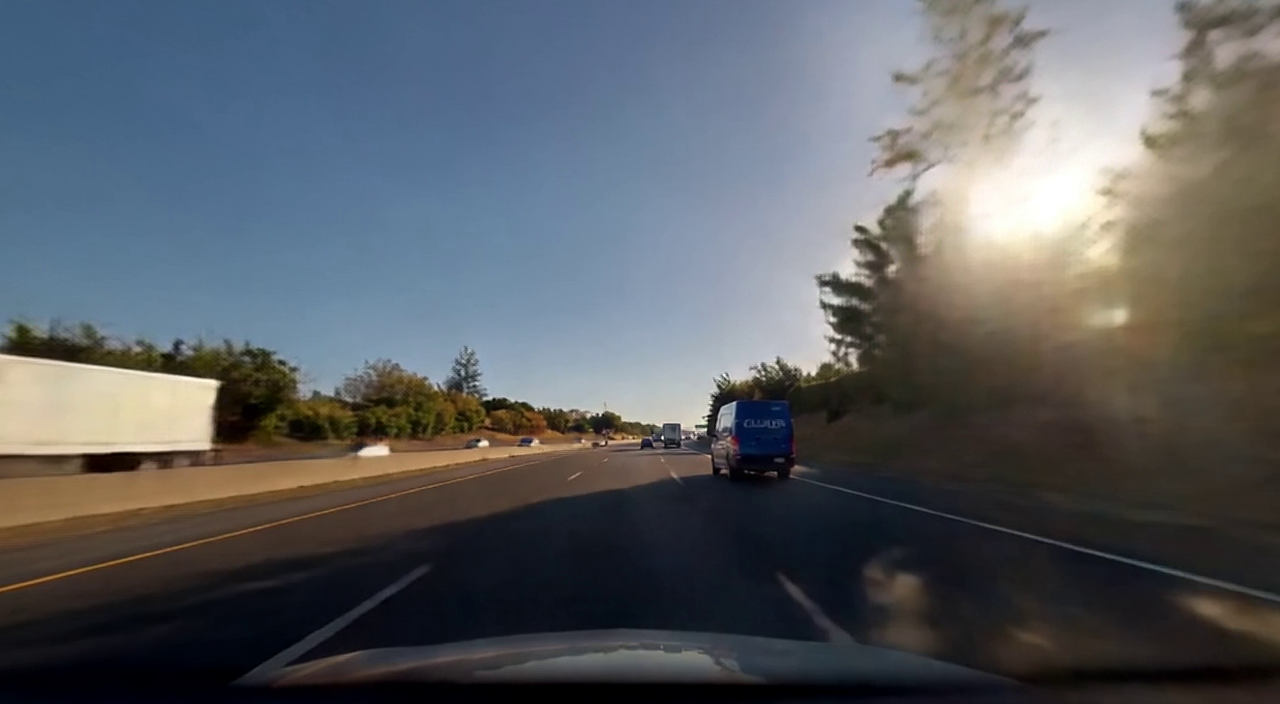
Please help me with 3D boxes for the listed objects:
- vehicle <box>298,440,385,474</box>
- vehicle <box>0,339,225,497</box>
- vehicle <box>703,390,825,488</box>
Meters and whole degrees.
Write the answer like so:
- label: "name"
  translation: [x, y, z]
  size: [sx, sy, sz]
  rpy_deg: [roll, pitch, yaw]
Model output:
- label: "vehicle"
  translation: [-14.143, 4.956, 30.141]
  size: [1.884, 1.469, 4.674]
  rpy_deg: [0, -8, 0]
- label: "vehicle"
  translation: [-18.301, 1.995, 18.229]
  size: [2.910, 4.115, 14.247]
  rpy_deg: [0, -8, 0]
- label: "vehicle"
  translation: [3.564, 2.698, 19.548]
  size: [2.485, 2.562, 5.535]
  rpy_deg: [0, -8, -2]
